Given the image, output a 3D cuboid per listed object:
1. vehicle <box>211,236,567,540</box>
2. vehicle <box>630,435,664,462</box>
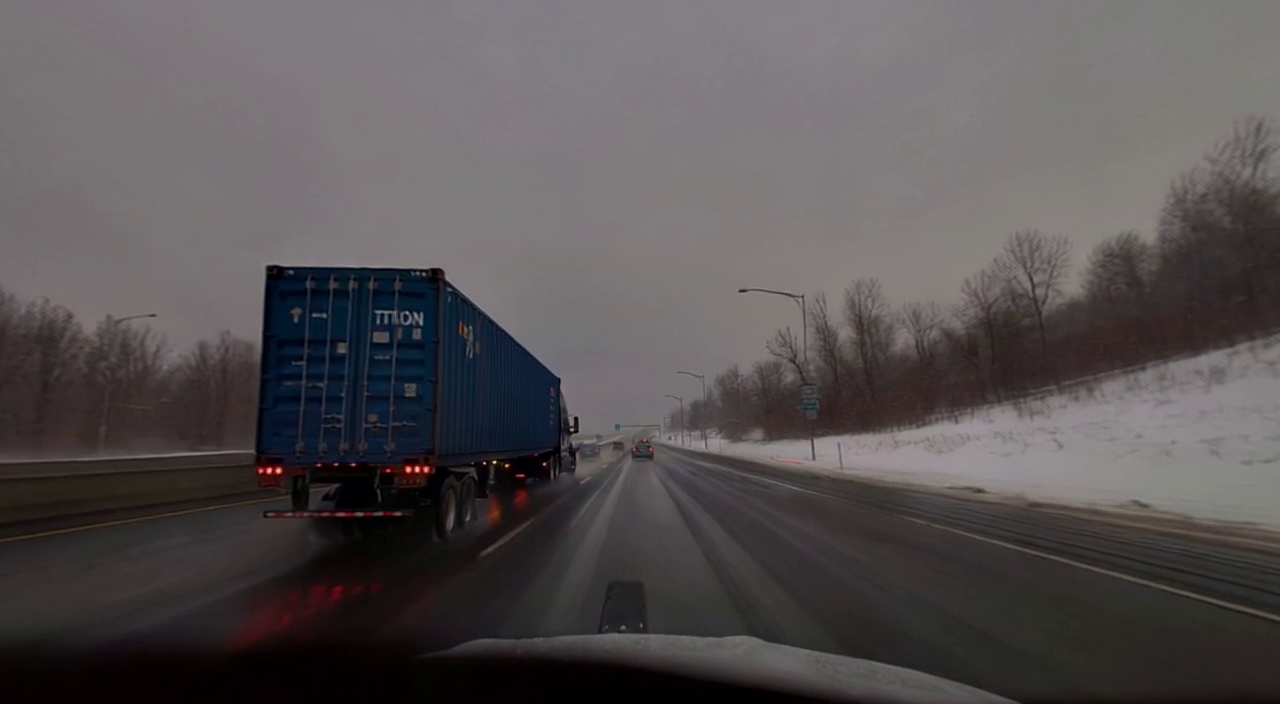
[{"bbox_3d":[-4.052,1.378,15.040,2.840,4.032,13.388,-1,-8,1],"label":"vehicle"},{"bbox_3d":[0.444,6.440,42.150,2.136,1.718,4.157,-1,-8,0],"label":"vehicle"}]
